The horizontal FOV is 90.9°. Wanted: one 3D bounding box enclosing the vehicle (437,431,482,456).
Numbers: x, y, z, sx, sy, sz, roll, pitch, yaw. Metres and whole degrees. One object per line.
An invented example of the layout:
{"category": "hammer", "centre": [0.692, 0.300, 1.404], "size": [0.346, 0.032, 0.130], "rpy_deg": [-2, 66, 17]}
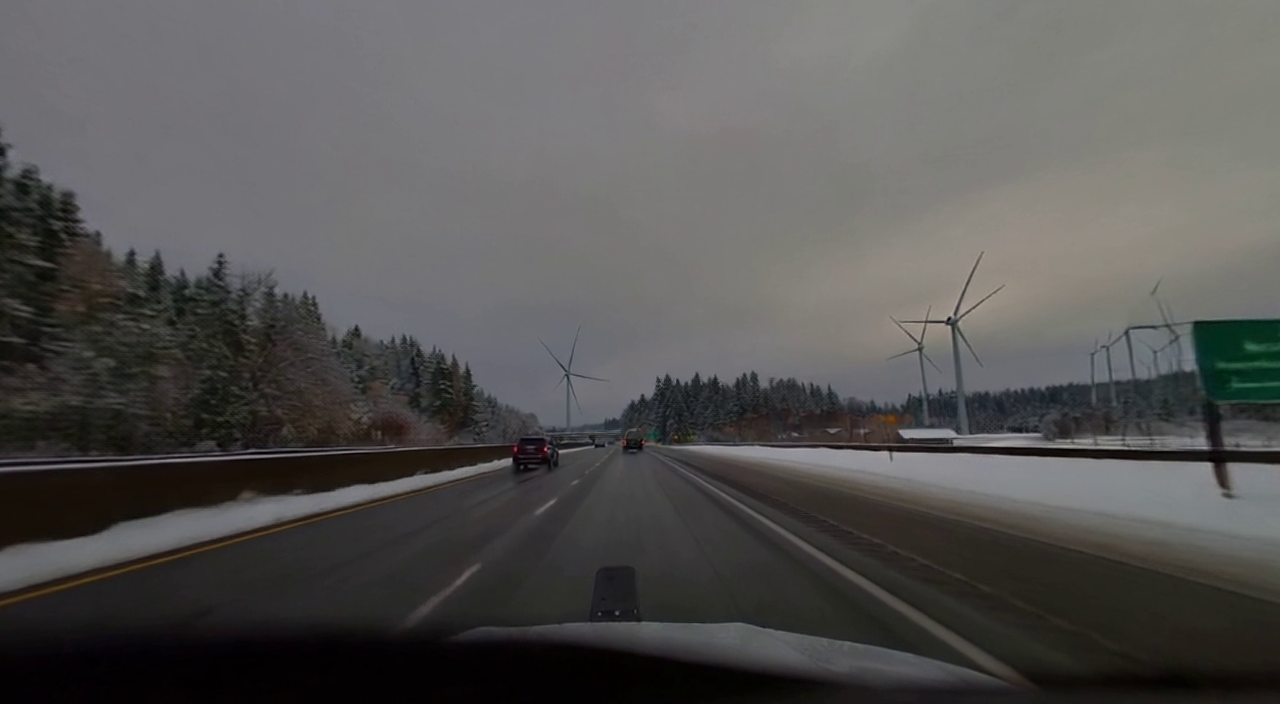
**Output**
{"category": "vehicle", "centre": [-13.283, 6.765, 46.566], "size": [1.999, 1.752, 4.588], "rpy_deg": [0, -8, -1]}

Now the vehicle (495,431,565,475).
{"category": "vehicle", "centre": [-4.123, 3.821, 24.173], "size": [1.950, 1.511, 3.965], "rpy_deg": [0, -8, 0]}
